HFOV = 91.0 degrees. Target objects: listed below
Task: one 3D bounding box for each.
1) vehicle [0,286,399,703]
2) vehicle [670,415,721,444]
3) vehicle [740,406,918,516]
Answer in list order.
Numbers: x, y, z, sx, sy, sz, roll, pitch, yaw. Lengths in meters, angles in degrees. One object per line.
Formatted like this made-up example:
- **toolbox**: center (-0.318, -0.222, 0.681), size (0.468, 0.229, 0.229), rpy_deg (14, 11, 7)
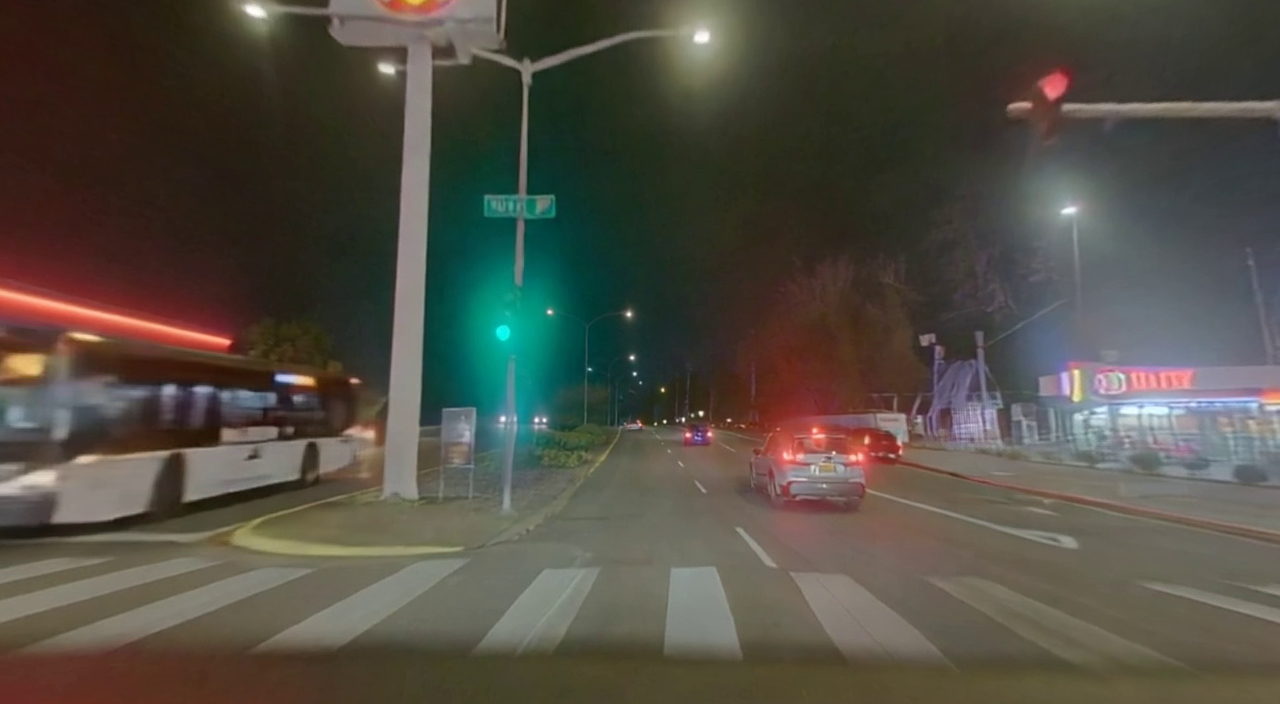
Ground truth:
- **vehicle**: center (-3.661, 1.071, 4.833), size (2.189, 1.836, 4.693), rpy_deg (0, -12, -6)
- **vehicle**: center (2.934, 4.250, 34.253), size (2.282, 1.458, 4.362), rpy_deg (1, -8, -1)
- **vehicle**: center (3.266, 1.997, 11.928), size (1.999, 1.679, 4.217), rpy_deg (1, -8, -1)
